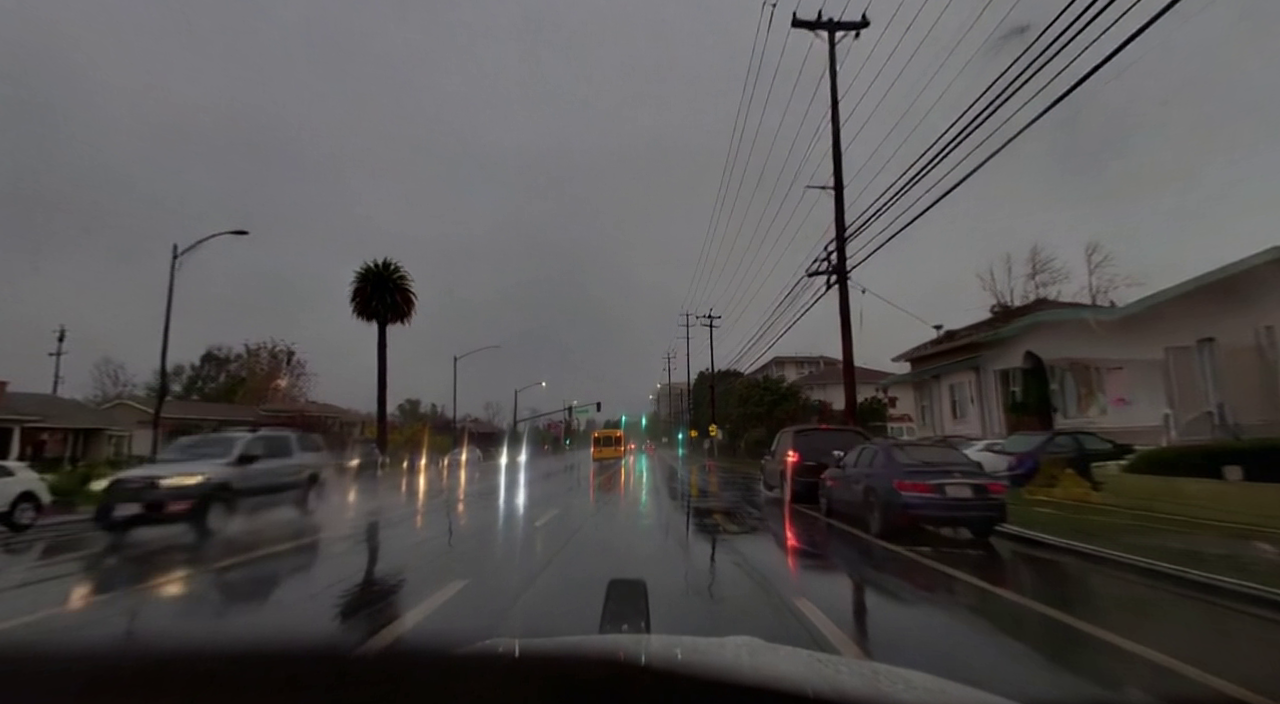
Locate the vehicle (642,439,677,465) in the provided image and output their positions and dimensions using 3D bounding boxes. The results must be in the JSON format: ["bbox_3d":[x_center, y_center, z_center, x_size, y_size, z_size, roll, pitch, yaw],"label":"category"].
[{"bbox_3d":[1.175,6.141,38.956,2.063,1.495,3.849,0,-8,2],"label":"vehicle"}]

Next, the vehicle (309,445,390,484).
[{"bbox_3d":[-15.291,5.904,33.495,1.993,1.639,5.065,-6,-8,-1],"label":"vehicle"}]

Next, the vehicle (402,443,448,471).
[{"bbox_3d":[-15.280,7.458,44.986,1.888,1.766,4.127,-5,-8,-1],"label":"vehicle"}]

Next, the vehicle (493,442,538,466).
[{"bbox_3d":[-8.509,6.952,43.352,2.096,1.552,4.714,0,-8,0],"label":"vehicle"}]

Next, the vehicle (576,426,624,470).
[{"bbox_3d":[-1.937,4.844,31.972,2.168,2.040,4.527,0,-8,-1],"label":"vehicle"}]

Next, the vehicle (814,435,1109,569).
[{"bbox_3d":[4.215,1.999,9.378,1.838,1.458,4.750,0,-8,-1],"label":"vehicle"}]

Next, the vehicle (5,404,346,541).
[{"bbox_3d":[-8.586,2.296,12.743,2.653,1.964,5.699,-3,-8,-1],"label":"vehicle"}]
